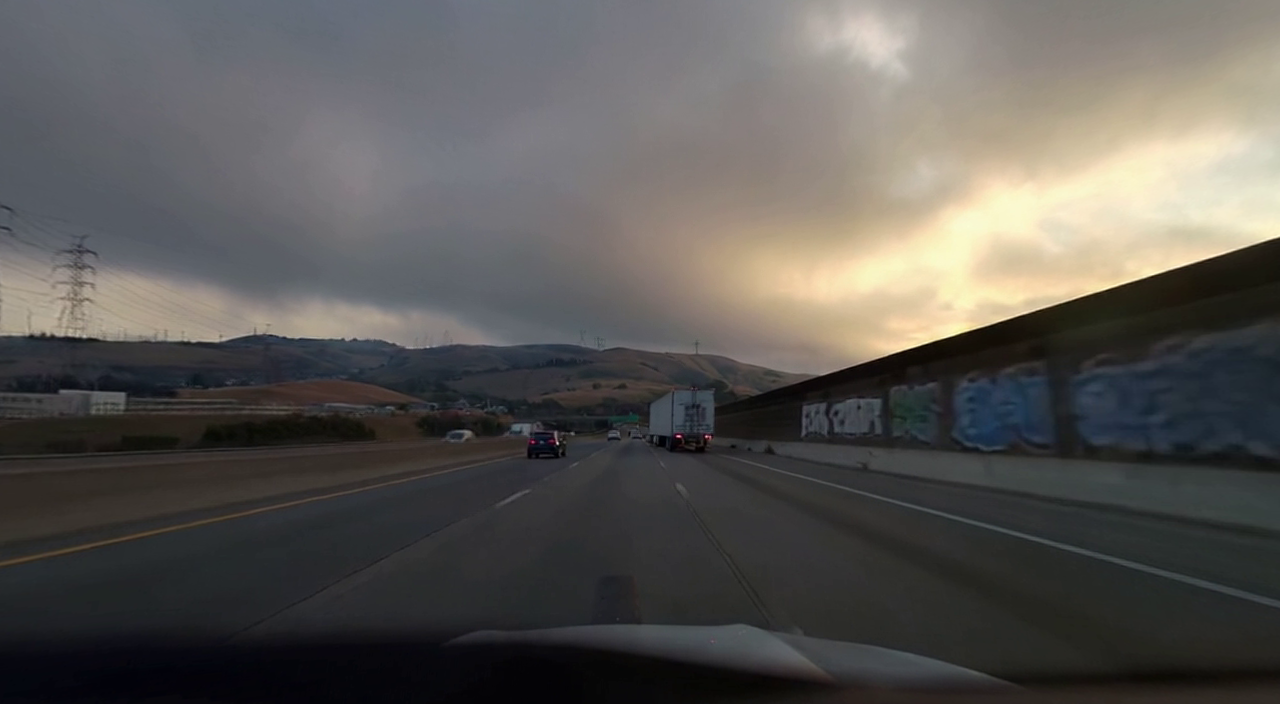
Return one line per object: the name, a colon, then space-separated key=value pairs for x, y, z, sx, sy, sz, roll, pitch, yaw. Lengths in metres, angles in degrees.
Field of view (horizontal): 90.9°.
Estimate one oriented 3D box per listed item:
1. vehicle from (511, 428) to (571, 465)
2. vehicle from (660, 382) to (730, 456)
vehicle: x=-4.281 y=4.160 z=27.909 sx=1.965 sy=1.486 sz=4.448 roll=0 pitch=-8 yaw=0
vehicle: x=2.993 y=4.201 z=38.127 sx=3.060 sy=3.842 sz=11.095 roll=0 pitch=-8 yaw=-1
